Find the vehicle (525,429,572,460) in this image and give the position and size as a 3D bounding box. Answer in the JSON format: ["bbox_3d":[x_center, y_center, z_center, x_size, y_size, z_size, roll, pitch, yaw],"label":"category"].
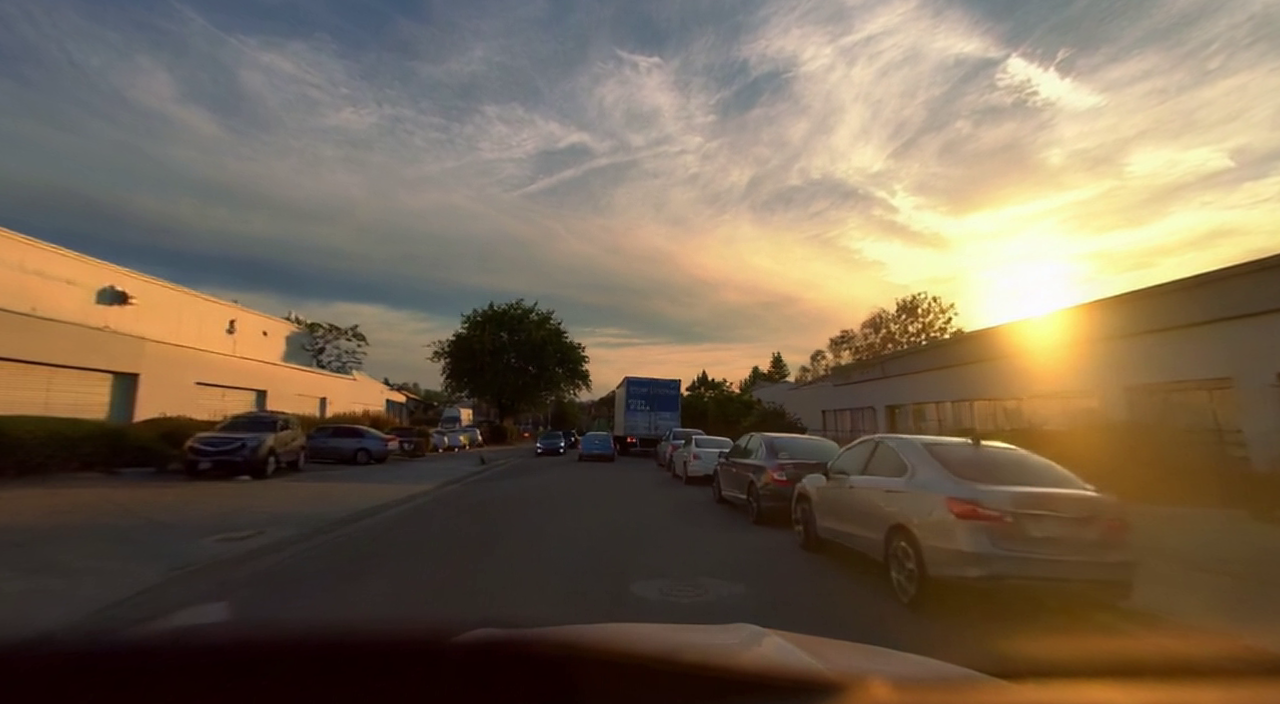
[{"bbox_3d":[-4.733,4.836,33.161,1.989,1.481,4.008,0,-7,-2],"label":"vehicle"}]

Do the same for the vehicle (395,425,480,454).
[{"bbox_3d":[-10.844,4.706,33.948,4.015,1.461,1.903,1,-7,-8],"label":"vehicle"}]

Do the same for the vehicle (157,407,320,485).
[{"bbox_3d":[-10.259,2.428,16.584,1.996,1.719,4.382,3,-8,-10],"label":"vehicle"}]

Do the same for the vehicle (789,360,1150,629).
[{"bbox_3d":[2.544,1.115,5.499,1.686,1.786,2.276,0,-8,-6],"label":"vehicle"}]

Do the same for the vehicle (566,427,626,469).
[{"bbox_3d":[-1.745,3.771,25.072,2.160,1.498,3.909,1,-7,-4],"label":"vehicle"}]

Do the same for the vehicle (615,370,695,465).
[{"bbox_3d":[0.379,3.773,34.595,2.865,4.113,14.471,1,-7,-5],"label":"vehicle"}]

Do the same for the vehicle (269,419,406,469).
[{"bbox_3d":[-9.724,2.991,20.531,3.569,1.520,1.797,1,-7,-7],"label":"vehicle"}]
